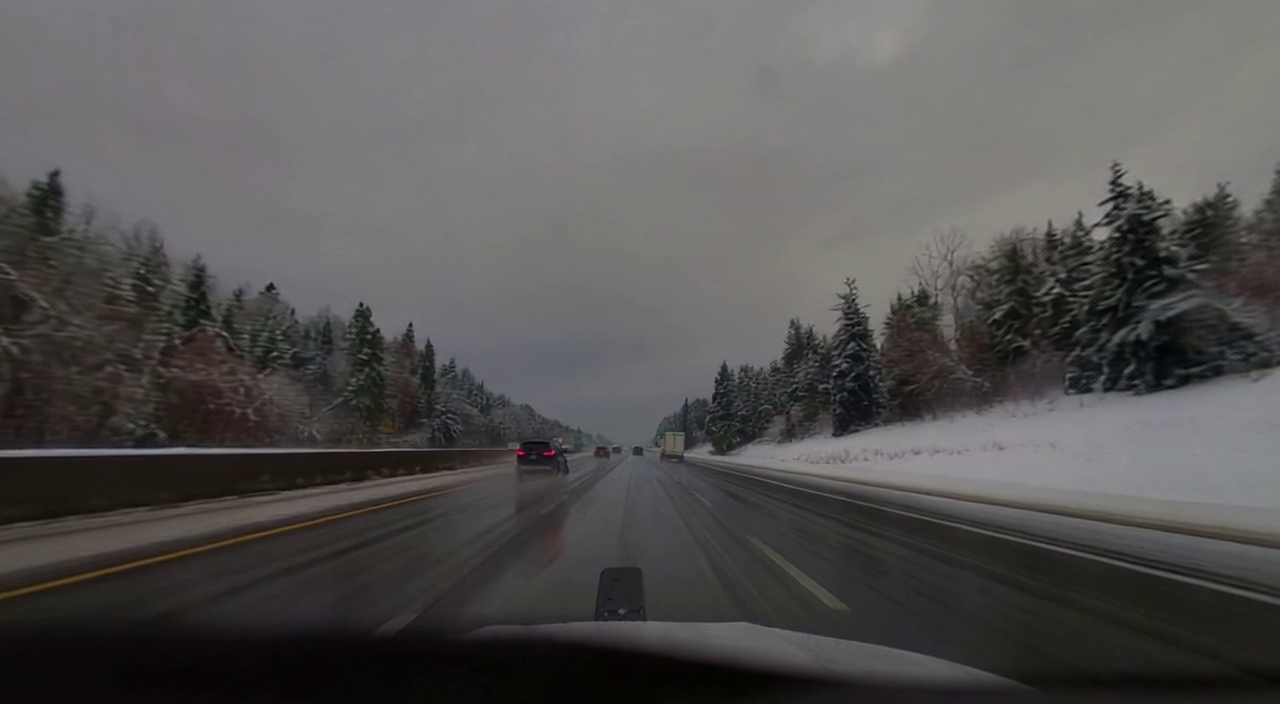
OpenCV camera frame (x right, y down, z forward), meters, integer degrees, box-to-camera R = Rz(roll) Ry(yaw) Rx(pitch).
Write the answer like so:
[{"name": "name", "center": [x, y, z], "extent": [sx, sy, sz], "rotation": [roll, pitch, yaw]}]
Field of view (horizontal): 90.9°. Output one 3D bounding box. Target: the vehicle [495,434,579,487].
[{"name": "vehicle", "center": [-3.508, 3.799, 22.332], "extent": [2.108, 1.666, 4.558], "rotation": [0, -9, 1]}]
